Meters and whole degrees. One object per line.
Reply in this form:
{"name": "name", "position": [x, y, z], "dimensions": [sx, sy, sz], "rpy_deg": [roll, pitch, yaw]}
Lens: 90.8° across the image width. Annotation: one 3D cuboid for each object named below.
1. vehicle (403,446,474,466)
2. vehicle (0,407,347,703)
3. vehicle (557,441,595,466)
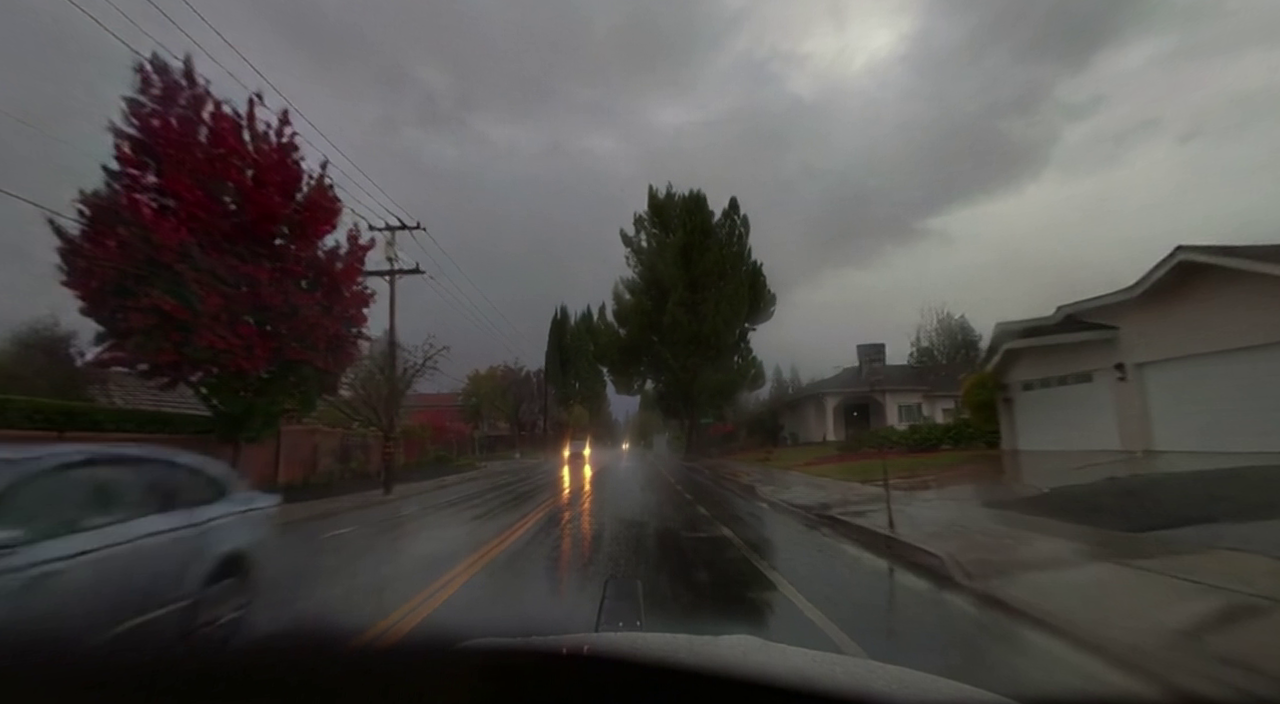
{"name": "vehicle", "position": [-15.448, 8.000, 48.599], "dimensions": [4.779, 1.453, 1.970], "rpy_deg": [-2, -9, 10]}
{"name": "vehicle", "position": [-3.398, 1.053, 2.800], "dimensions": [2.074, 1.527, 4.438], "rpy_deg": [0, -9, 0]}
{"name": "vehicle", "position": [-4.140, 6.705, 41.835], "dimensions": [1.996, 1.519, 4.559], "rpy_deg": [0, -9, 1]}
